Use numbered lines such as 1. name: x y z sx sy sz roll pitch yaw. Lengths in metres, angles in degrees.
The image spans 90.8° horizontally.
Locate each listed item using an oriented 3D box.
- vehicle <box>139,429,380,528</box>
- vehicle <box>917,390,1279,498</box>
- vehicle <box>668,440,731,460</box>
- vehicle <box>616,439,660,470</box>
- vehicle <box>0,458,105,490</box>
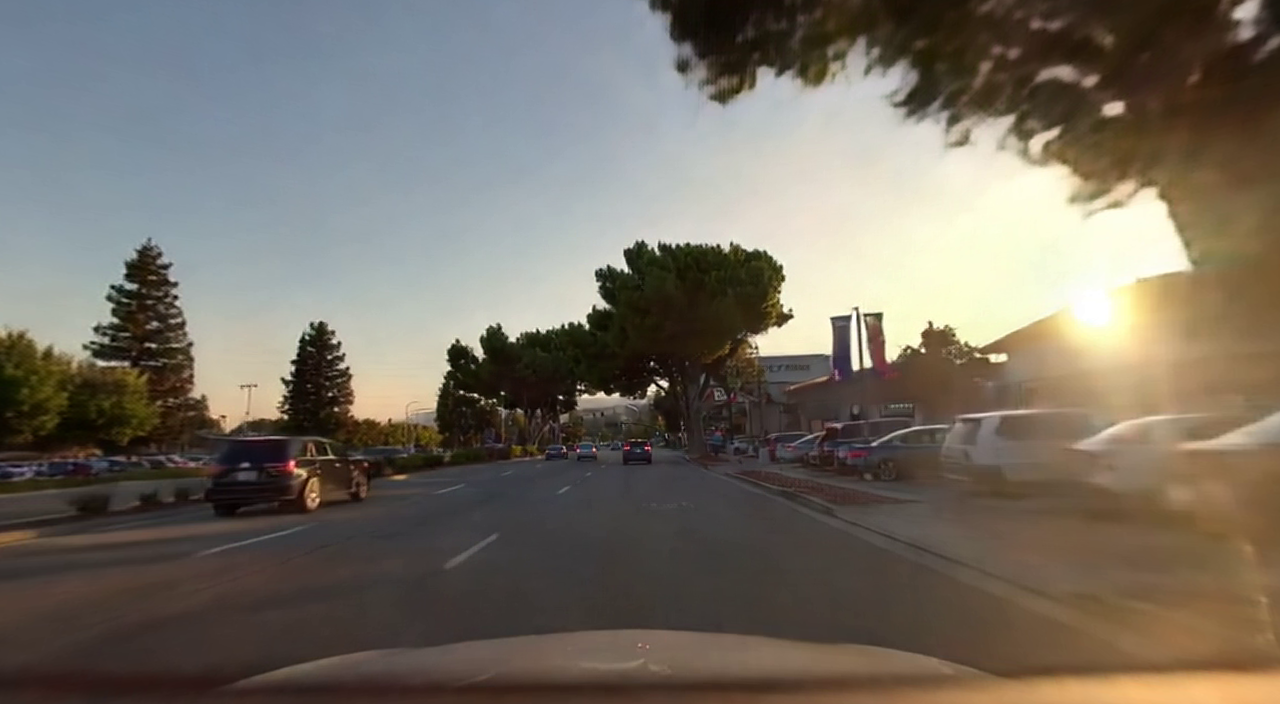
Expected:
1. vehicle: -7.358 2.480 12.984 2.038 1.649 4.665 0 -9 0
2. vehicle: 9.273 1.881 13.044 5.976 1.994 2.295 0 -8 0
3. vehicle: 4.651 7.679 49.467 4.619 1.523 1.873 4 -9 -24
4. vehicle: -0.142 5.096 31.552 2.061 1.469 3.954 0 -9 -2
5. vehicle: -36.789 7.476 38.957 5.479 1.855 2.167 0 -9 0
